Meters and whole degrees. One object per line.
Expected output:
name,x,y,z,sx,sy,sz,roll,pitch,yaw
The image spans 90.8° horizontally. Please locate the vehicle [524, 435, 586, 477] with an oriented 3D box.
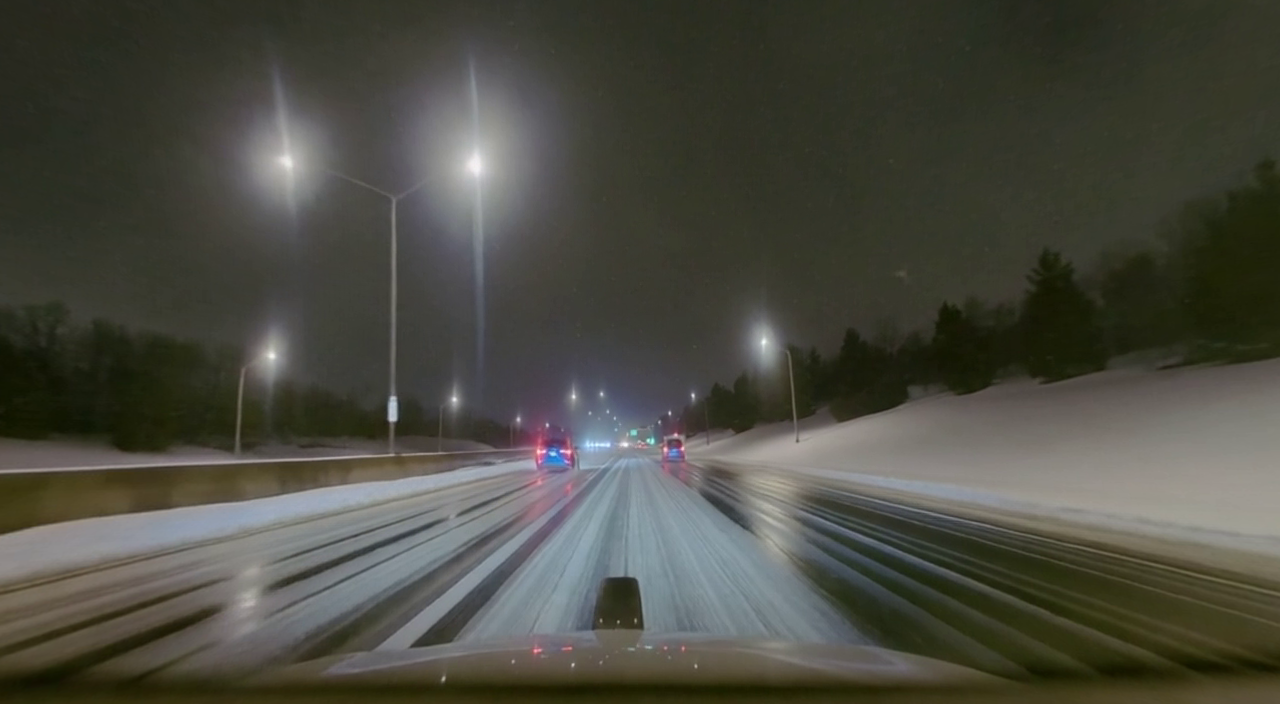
vehicle,-3.889,4.859,29.771,2.205,1.773,5.124,0,-9,0
